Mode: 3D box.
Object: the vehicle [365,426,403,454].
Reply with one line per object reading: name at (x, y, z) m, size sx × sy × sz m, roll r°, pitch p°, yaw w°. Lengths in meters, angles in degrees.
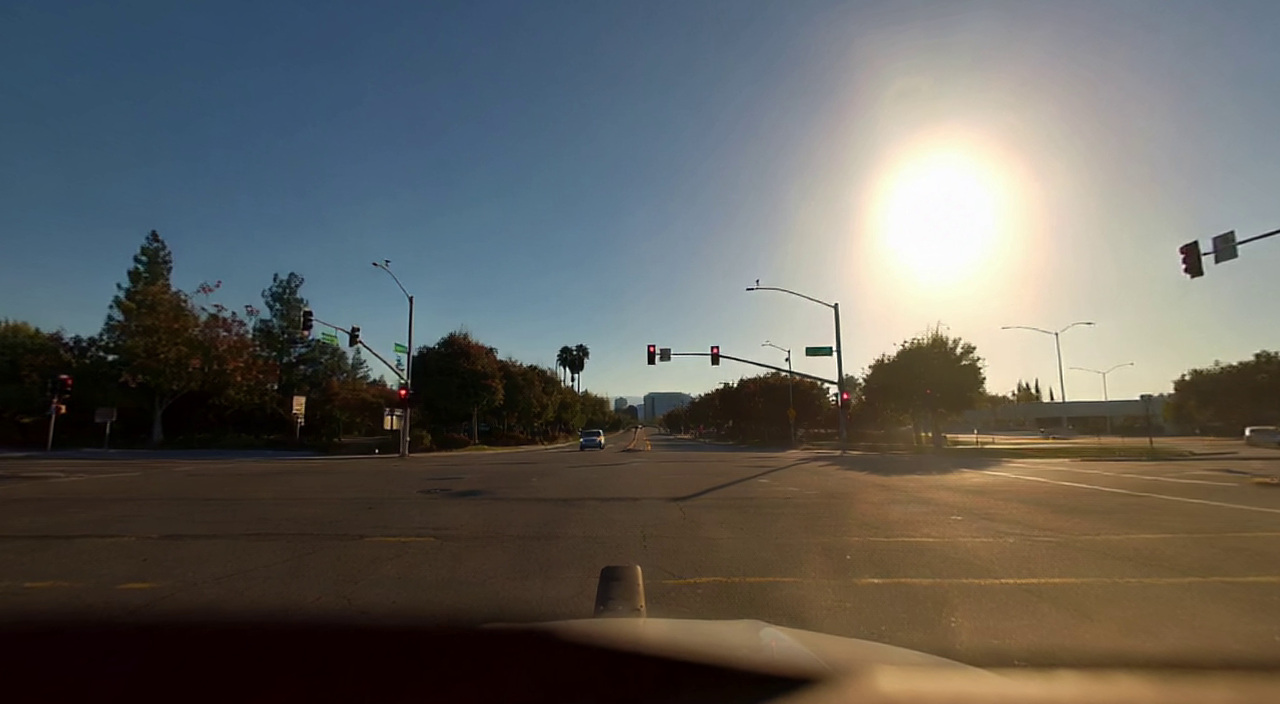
vehicle at (-19.982, 6.847, 48.944) m, size 1.873 × 2.079 × 2.879 m, roll 6°, pitch -11°, yaw -37°
